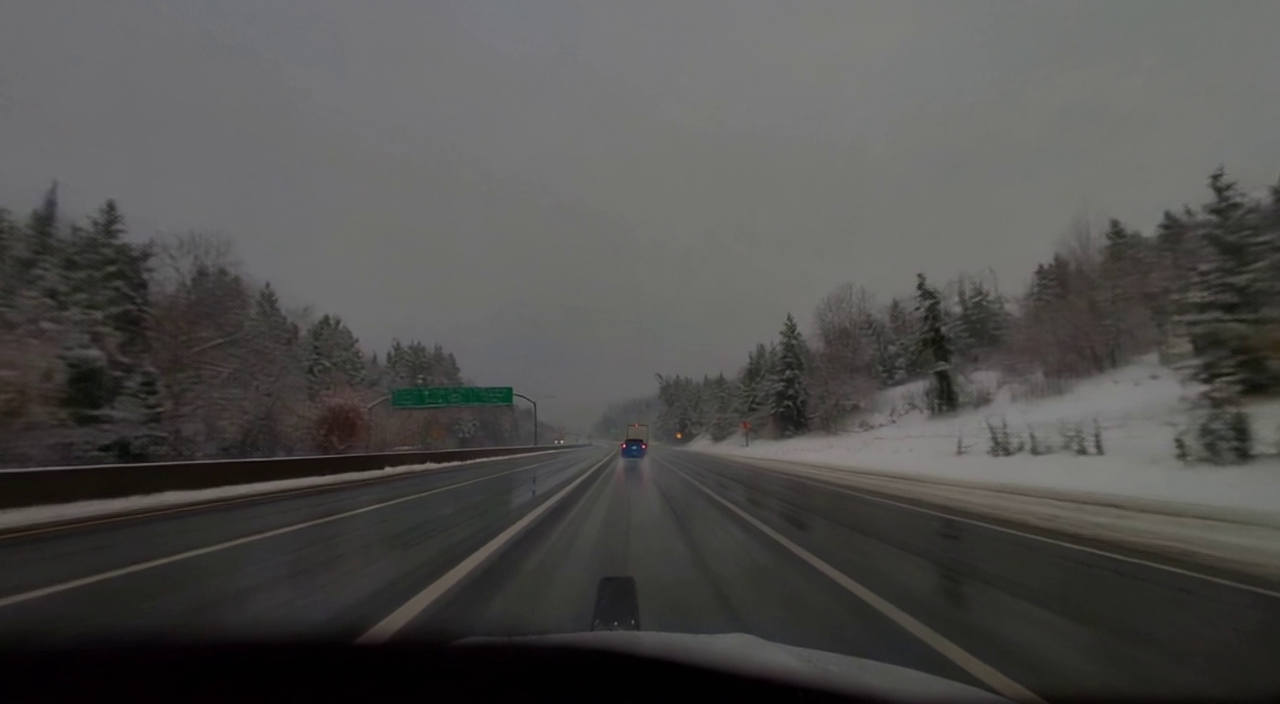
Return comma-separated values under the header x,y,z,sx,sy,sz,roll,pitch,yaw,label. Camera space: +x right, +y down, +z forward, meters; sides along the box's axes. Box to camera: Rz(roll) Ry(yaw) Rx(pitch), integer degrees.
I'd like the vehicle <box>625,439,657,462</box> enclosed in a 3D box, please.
x,y,z,sx,sy,sz,roll,pitch,yaw,label
-0.011,6.637,42.489,2.028,1.440,3.690,0,-8,-2,vehicle
